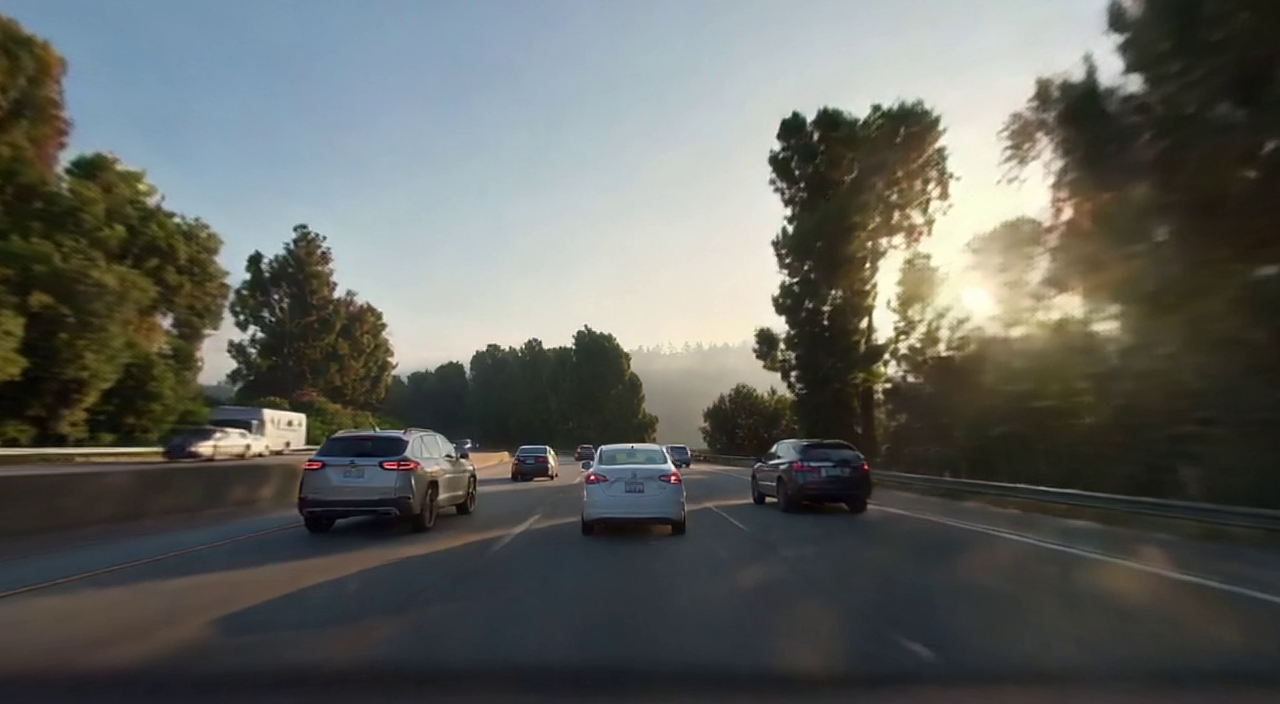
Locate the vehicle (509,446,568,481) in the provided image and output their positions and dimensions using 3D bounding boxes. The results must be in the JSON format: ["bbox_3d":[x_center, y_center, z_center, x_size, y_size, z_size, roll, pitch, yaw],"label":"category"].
[{"bbox_3d":[-4.557,5.057,28.834,2.122,1.491,3.800,0,-9,-1],"label":"vehicle"}]

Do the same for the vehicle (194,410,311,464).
[{"bbox_3d":[-21.081,4.762,34.790,2.417,2.689,6.486,0,-9,-2],"label":"vehicle"}]

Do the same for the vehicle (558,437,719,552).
[{"bbox_3d":[-0.093,2.201,10.443,2.120,1.478,4.179,0,-9,-2],"label":"vehicle"}]

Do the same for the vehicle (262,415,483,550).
[{"bbox_3d":[-3.941,1.989,10.190,1.830,1.703,4.142,0,-9,-1],"label":"vehicle"}]

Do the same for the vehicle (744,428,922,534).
[{"bbox_3d":[3.488,2.423,12.378,1.996,1.688,4.207,0,-9,-2],"label":"vehicle"}]
